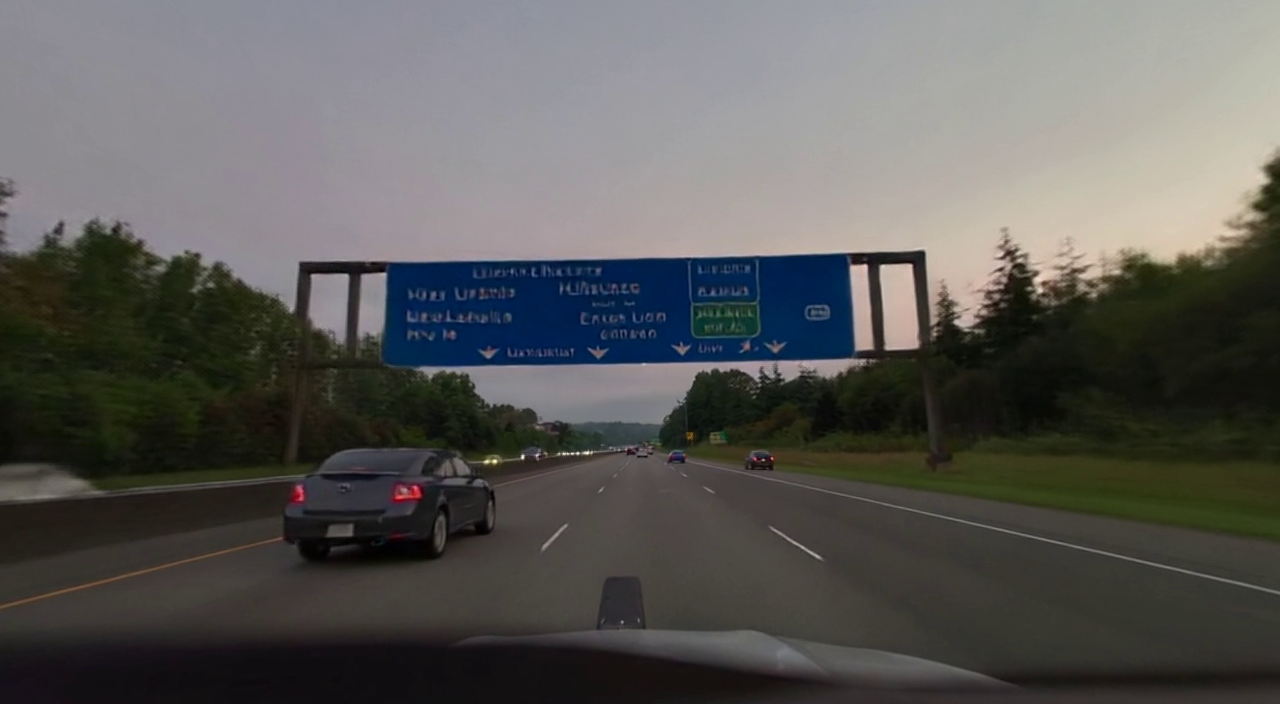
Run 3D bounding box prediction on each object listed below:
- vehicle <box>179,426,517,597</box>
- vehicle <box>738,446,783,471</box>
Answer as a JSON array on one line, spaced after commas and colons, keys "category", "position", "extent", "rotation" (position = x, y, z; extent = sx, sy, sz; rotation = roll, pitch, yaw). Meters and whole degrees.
[{"category": "vehicle", "position": [-3.128, 1.811, 8.048], "extent": [2.191, 1.563, 4.318], "rotation": [0, -9, 1]}, {"category": "vehicle", "position": [7.735, 6.907, 40.925], "extent": [1.943, 1.493, 4.507], "rotation": [0, -9, -1]}]
